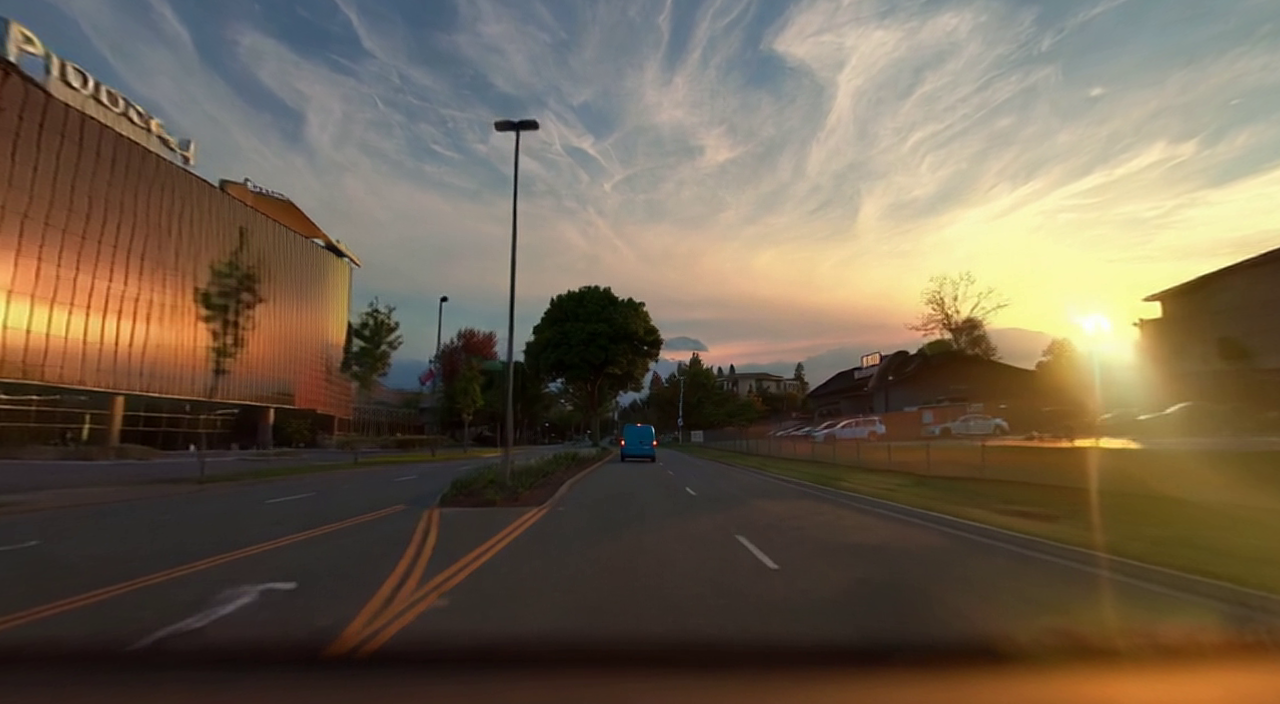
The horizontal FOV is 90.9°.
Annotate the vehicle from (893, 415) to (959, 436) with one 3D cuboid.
[{"bbox_3d":[22.579,5.809,49.857,4.287,1.575,1.931,1,-8,1],"label":"vehicle"}]

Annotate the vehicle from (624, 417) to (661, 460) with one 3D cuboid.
[{"bbox_3d":[0.108,5.998,43.759,2.435,2.816,5.232,0,-8,-1],"label":"vehicle"}]

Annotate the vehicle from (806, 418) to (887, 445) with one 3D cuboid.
[{"bbox_3d":[12.434,4.822,38.136,4.184,1.578,1.976,1,-8,-3],"label":"vehicle"}]
